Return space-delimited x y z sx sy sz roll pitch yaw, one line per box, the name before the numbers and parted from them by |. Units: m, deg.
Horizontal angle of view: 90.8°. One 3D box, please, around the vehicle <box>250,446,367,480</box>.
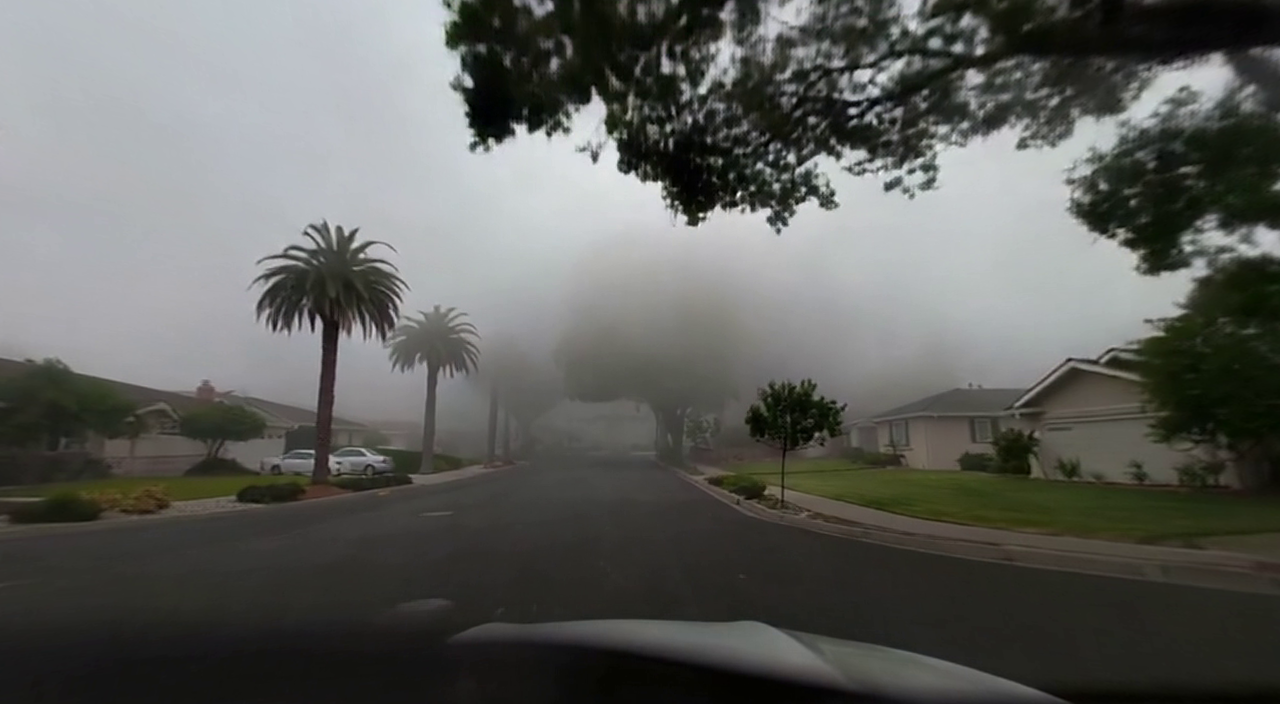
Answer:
vehicle | -15.603 5.246 29.958 4.358 1.516 2.077 1 -9 -3
